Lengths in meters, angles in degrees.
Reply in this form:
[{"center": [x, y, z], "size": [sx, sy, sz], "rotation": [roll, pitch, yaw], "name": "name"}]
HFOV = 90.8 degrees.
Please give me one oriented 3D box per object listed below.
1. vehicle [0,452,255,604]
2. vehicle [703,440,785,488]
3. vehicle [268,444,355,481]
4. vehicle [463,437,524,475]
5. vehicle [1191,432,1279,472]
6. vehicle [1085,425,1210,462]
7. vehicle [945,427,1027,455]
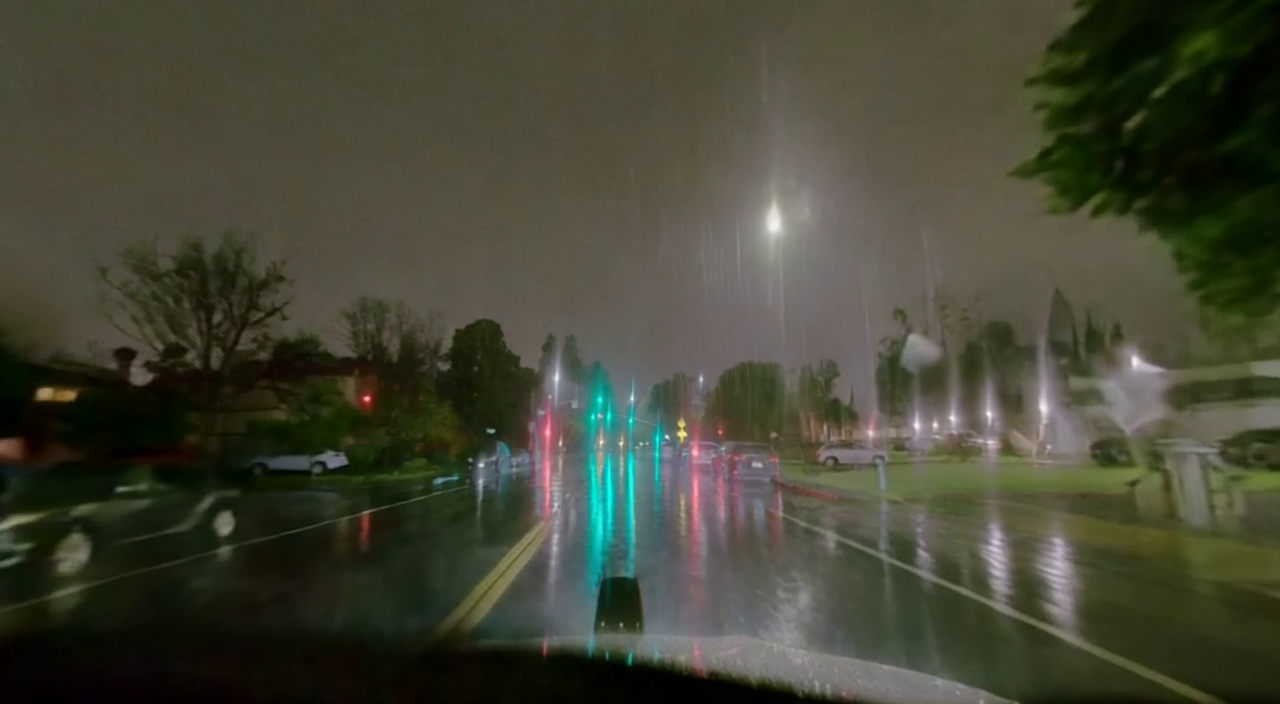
[{"center": [-7.331, 2.061, 8.221], "size": [1.954, 1.430, 4.395], "rotation": [0, -8, -2], "name": "vehicle"}, {"center": [3.643, 4.009, 22.955], "size": [1.955, 1.536, 4.395], "rotation": [0, -8, -4], "name": "vehicle"}, {"center": [-14.889, 5.010, 28.882], "size": [1.848, 1.562, 3.827], "rotation": [0, -8, 1], "name": "vehicle"}, {"center": [-8.398, 6.002, 36.826], "size": [2.420, 2.004, 5.615], "rotation": [0, -8, -2], "name": "vehicle"}, {"center": [24.924, 4.011, 25.381], "size": [3.711, 1.539, 1.901], "rotation": [0, -8, -1], "name": "vehicle"}, {"center": [24.778, 4.500, 30.961], "size": [4.213, 1.644, 2.105], "rotation": [-2, -9, 1], "name": "vehicle"}, {"center": [24.317, 6.313, 44.473], "size": [4.476, 1.795, 2.055], "rotation": [-1, -9, -2], "name": "vehicle"}]
